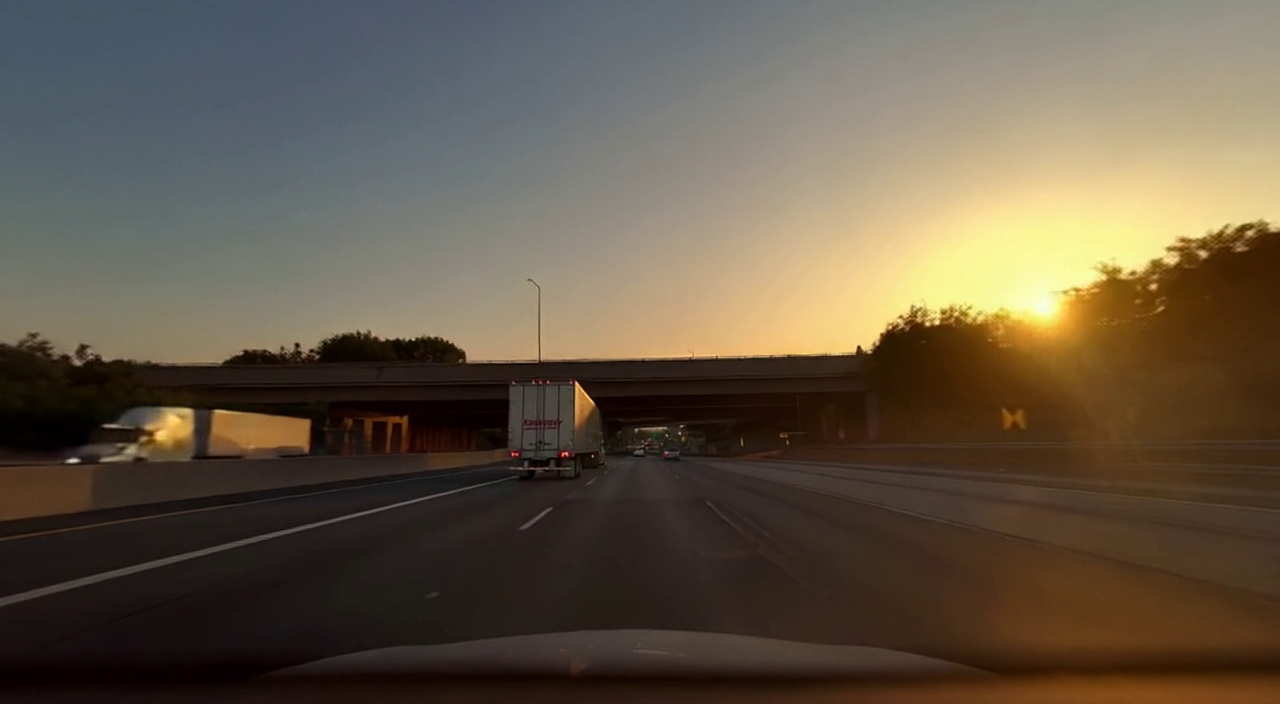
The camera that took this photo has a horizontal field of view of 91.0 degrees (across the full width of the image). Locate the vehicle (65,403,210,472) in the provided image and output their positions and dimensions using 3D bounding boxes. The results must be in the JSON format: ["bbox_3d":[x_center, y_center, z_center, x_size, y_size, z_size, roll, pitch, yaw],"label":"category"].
[{"bbox_3d":[-28.858,5.015,36.633,3.020,3.679,6.256,0,-9,0],"label":"vehicle"}]

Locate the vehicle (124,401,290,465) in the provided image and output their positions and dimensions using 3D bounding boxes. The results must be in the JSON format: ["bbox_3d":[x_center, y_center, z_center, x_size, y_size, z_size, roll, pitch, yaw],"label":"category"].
[{"bbox_3d":[-28.823,5.709,43.094,2.921,3.762,11.824,0,-9,0],"label":"vehicle"}]

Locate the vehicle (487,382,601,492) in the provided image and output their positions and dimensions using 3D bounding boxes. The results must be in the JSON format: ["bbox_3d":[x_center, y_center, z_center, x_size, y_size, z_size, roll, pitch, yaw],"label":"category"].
[{"bbox_3d":[-3.267,3.300,24.020,2.922,3.458,8.360,0,-9,1],"label":"vehicle"}]
